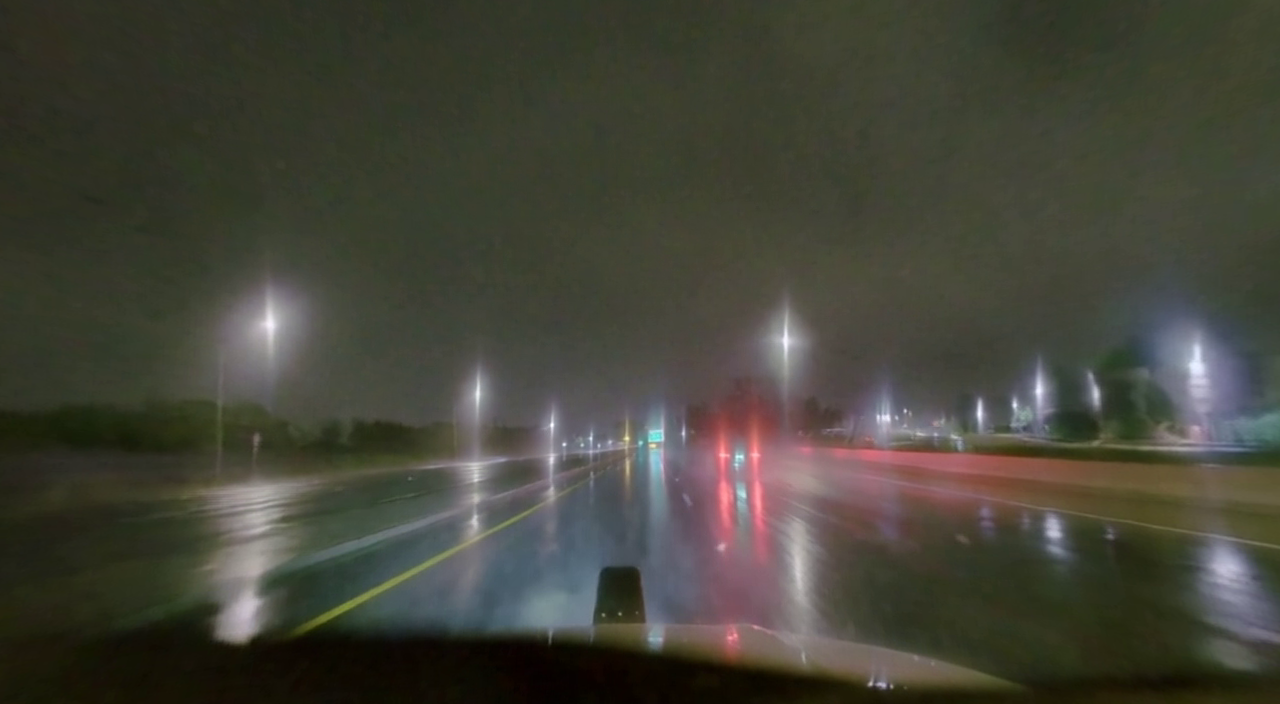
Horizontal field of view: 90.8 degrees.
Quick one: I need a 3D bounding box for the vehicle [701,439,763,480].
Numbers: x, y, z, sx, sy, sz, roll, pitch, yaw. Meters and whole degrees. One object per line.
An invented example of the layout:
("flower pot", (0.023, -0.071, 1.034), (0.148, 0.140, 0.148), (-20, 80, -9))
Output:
("vehicle", (3.631, 4.305, 25.579), (1.874, 1.506, 4.116), (0, -8, 0))
